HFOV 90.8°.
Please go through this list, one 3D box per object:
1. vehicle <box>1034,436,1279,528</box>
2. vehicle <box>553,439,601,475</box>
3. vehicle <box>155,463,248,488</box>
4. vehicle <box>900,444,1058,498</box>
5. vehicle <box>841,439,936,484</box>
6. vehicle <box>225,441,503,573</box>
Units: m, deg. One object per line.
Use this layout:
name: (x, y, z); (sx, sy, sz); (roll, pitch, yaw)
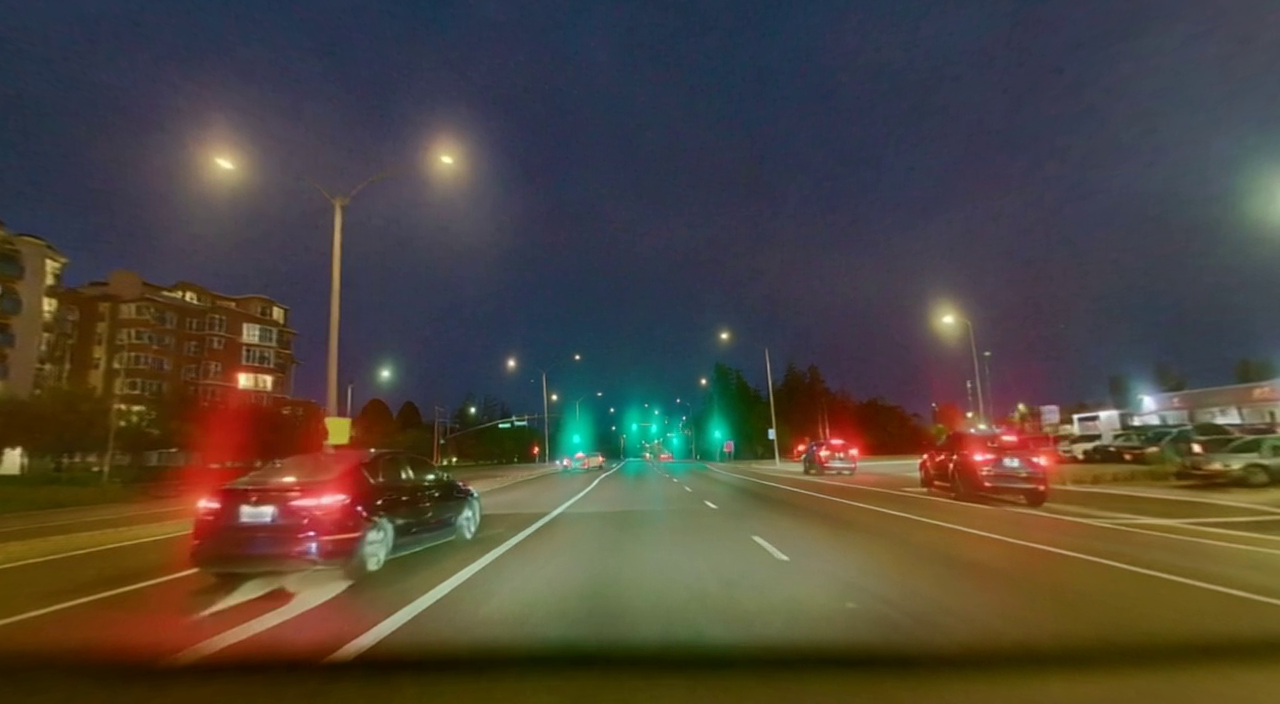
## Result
vehicle: (10.530, 2.545, 12.992); (1.853, 1.548, 4.340); (0, -9, -3)
vehicle: (-3.581, 6.063, 36.692); (2.220, 1.888, 4.904); (0, -9, 1)
vehicle: (-27.810, 7.813, 40.120); (4.658, 1.478, 1.968); (-1, -9, 7)
vehicle: (10.047, 3.545, 19.312); (2.045, 1.418, 4.869); (0, -9, -1)
vehicle: (9.999, 4.434, 25.819); (1.992, 1.664, 4.246); (0, -9, -2)
vehicle: (-3.583, 2.076, 9.359); (2.144, 1.447, 4.421); (0, -9, 0)
